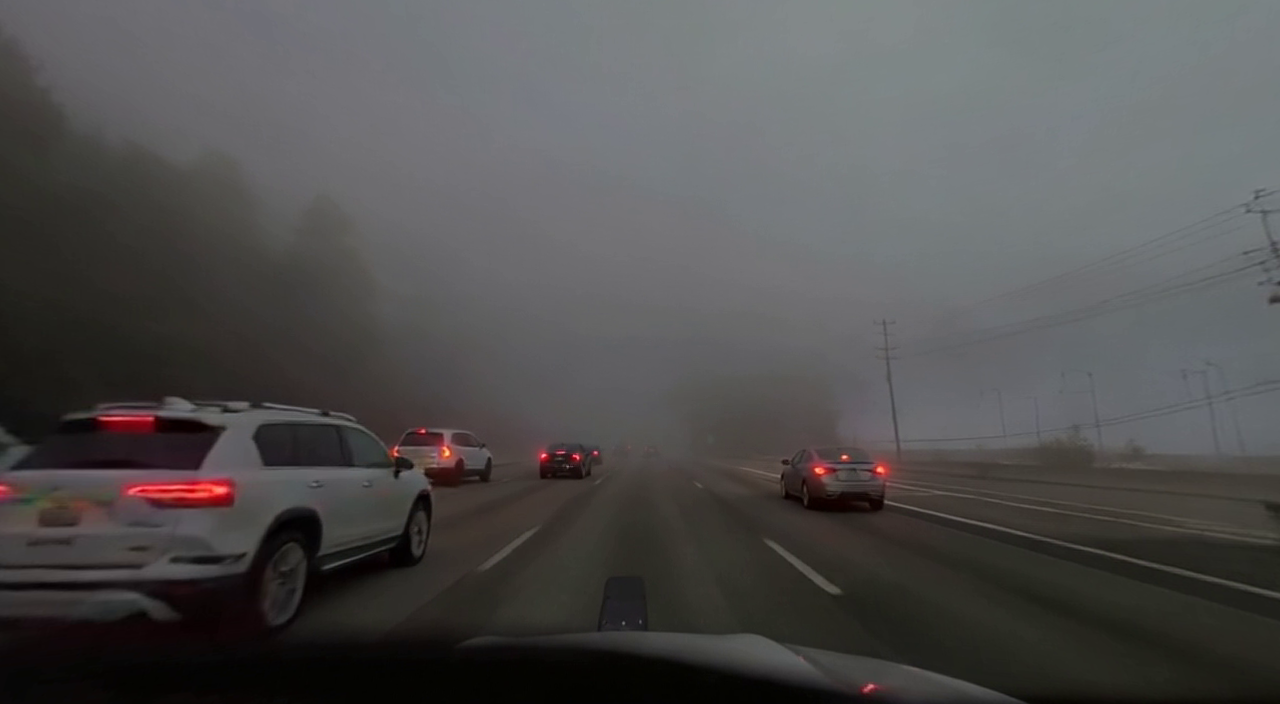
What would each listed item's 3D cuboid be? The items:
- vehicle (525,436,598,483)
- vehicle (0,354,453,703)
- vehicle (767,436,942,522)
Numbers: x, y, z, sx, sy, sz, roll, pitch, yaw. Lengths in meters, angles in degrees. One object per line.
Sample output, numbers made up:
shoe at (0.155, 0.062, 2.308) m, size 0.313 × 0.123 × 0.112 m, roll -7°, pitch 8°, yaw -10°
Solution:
vehicle at (-2.950, 4.139, 24.624) m, size 2.133 × 1.668 × 4.505 m, roll 0°, pitch -8°, yaw 2°
vehicle at (-3.380, 1.220, 5.334) m, size 2.133 × 1.775 × 4.530 m, roll 0°, pitch -8°, yaw 1°
vehicle at (4.175, 2.537, 13.277) m, size 2.022 × 1.472 × 4.678 m, roll 0°, pitch -8°, yaw 0°
